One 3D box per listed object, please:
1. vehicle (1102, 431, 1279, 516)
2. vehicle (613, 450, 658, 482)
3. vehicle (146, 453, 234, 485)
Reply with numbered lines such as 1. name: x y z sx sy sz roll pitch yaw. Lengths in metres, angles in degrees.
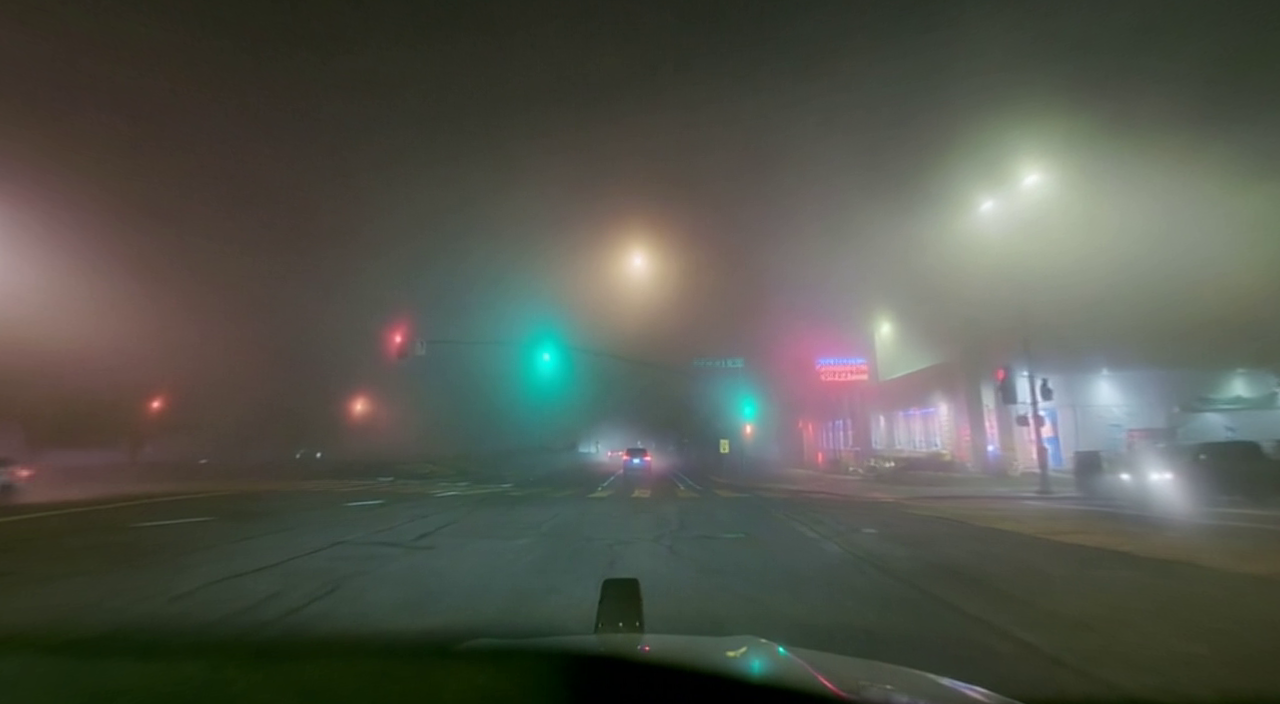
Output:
1. vehicle: 14.497 2.866 15.171 5.174 1.878 2.000 0 -8 -1
2. vehicle: -0.187 5.688 31.818 2.115 1.461 3.976 0 -8 1
3. vehicle: -26.891 6.972 37.957 1.969 1.693 4.461 0 -8 1
